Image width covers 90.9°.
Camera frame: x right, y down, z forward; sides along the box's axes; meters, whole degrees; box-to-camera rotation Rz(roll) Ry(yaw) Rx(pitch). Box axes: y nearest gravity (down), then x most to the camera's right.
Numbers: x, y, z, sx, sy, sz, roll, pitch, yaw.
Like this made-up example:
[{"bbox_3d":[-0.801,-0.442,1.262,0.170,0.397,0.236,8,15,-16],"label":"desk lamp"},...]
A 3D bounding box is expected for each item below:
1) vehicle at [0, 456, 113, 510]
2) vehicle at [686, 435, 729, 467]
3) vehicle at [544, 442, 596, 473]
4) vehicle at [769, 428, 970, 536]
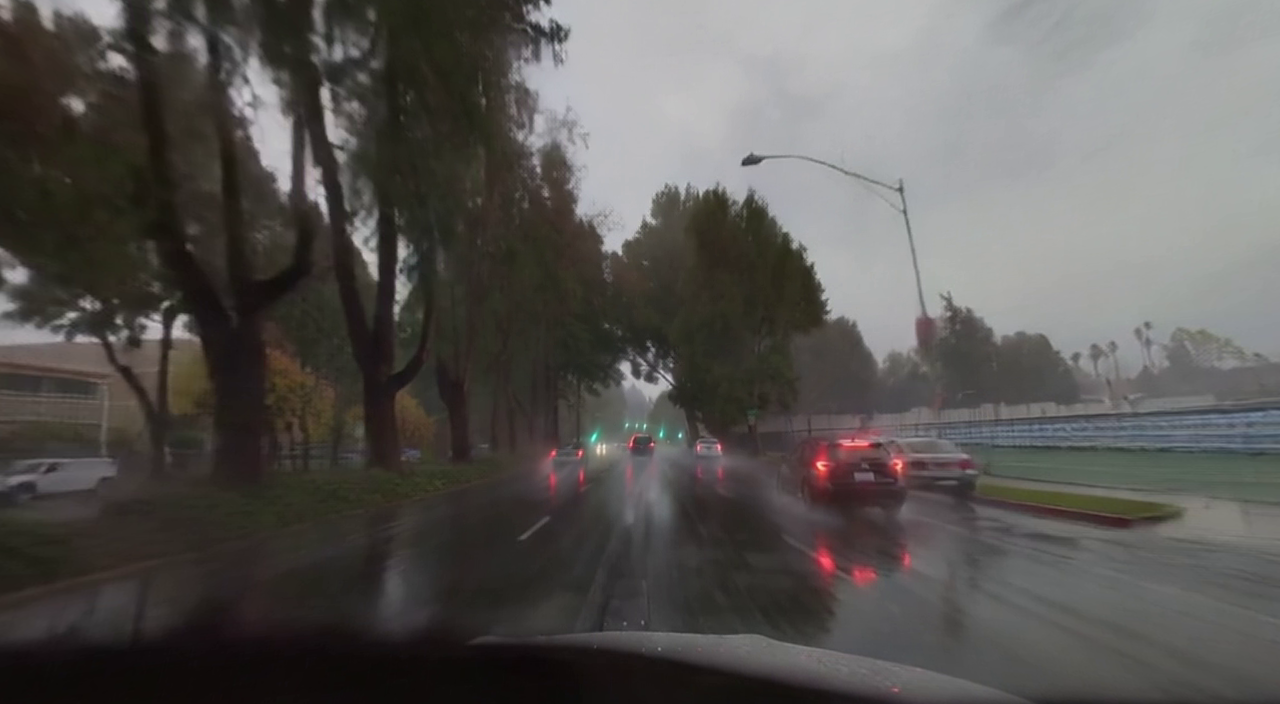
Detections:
[{"bbox_3d":[-22.521,4.767,23.316,1.976,1.697,4.738,0,-8,-1],"label":"vehicle"},{"bbox_3d":[3.825,5.646,36.175,1.980,1.709,4.367,0,-8,0],"label":"vehicle"},{"bbox_3d":[-3.257,5.000,30.127,2.013,1.354,3.908,0,-8,1],"label":"vehicle"},{"bbox_3d":[3.672,2.139,11.049,1.919,1.502,4.232,0,-8,0],"label":"vehicle"}]
